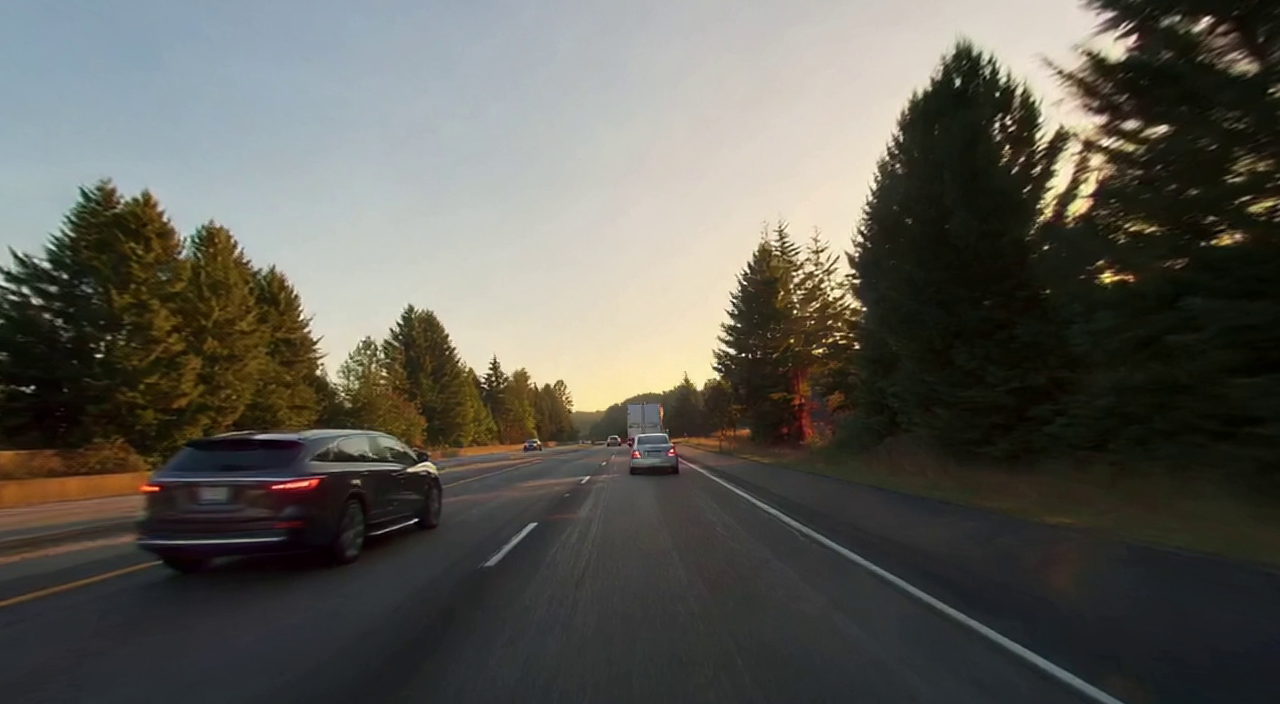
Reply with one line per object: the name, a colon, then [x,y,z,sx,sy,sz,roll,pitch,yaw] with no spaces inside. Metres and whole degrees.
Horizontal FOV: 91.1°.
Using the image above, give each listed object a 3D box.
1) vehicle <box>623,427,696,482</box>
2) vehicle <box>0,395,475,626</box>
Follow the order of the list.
vehicle: [0.523,3.204,20.012,2.072,1.534,4.300,0,-8,0]
vehicle: [-3.598,1.453,6.967,2.192,1.623,4.887,0,-8,0]
